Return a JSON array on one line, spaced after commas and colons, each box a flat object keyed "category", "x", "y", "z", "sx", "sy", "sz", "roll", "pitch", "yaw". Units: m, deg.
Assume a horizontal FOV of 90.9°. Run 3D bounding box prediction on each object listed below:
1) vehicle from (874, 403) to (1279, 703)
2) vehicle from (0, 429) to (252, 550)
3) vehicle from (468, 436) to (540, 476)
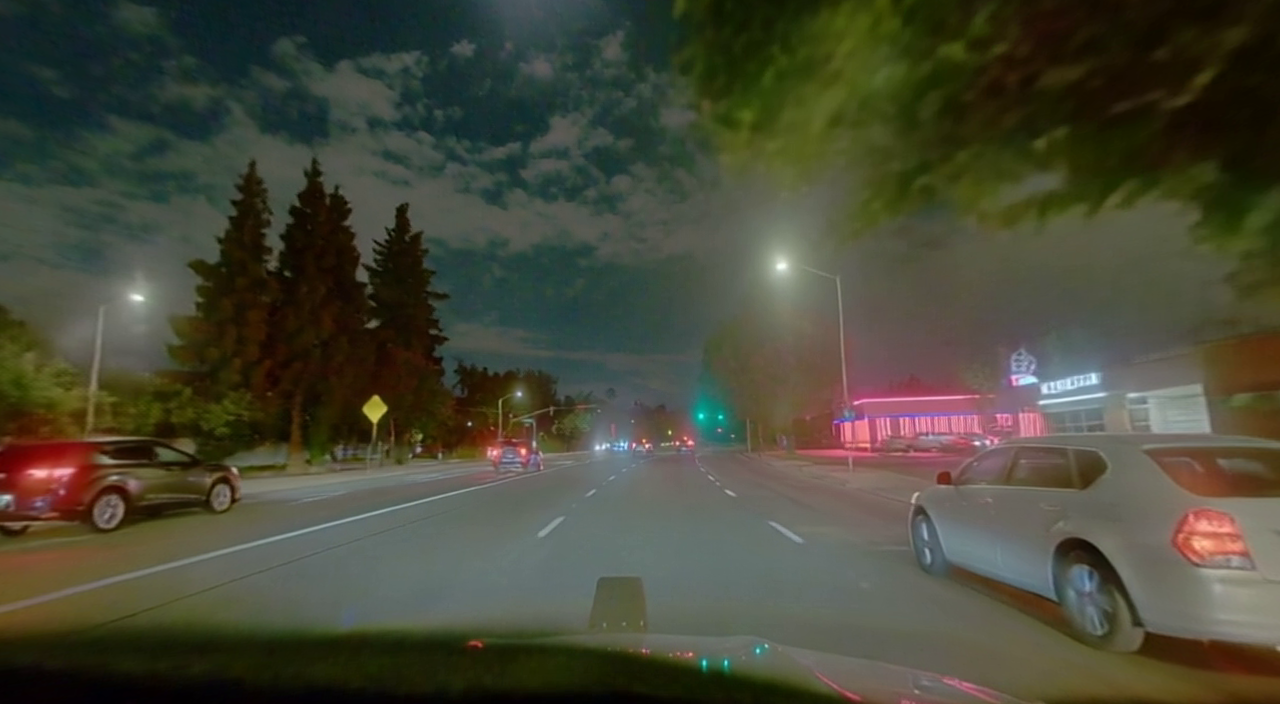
[{"category": "vehicle", "x": 3.785, "y": 1.323, "z": 5.168, "sx": 2.003, "sy": 1.494, "sz": 4.705, "roll": 0, "pitch": -8, "yaw": 1}, {"category": "vehicle", "x": -8.763, "y": 2.128, "z": 10.460, "sx": 1.951, "sy": 1.554, "sz": 4.444, "roll": 0, "pitch": -8, "yaw": -3}, {"category": "vehicle", "x": -5.932, "y": 4.594, "z": 28.001, "sx": 1.988, "sy": 1.597, "sz": 4.404, "roll": -1, "pitch": -8, "yaw": 3}]
